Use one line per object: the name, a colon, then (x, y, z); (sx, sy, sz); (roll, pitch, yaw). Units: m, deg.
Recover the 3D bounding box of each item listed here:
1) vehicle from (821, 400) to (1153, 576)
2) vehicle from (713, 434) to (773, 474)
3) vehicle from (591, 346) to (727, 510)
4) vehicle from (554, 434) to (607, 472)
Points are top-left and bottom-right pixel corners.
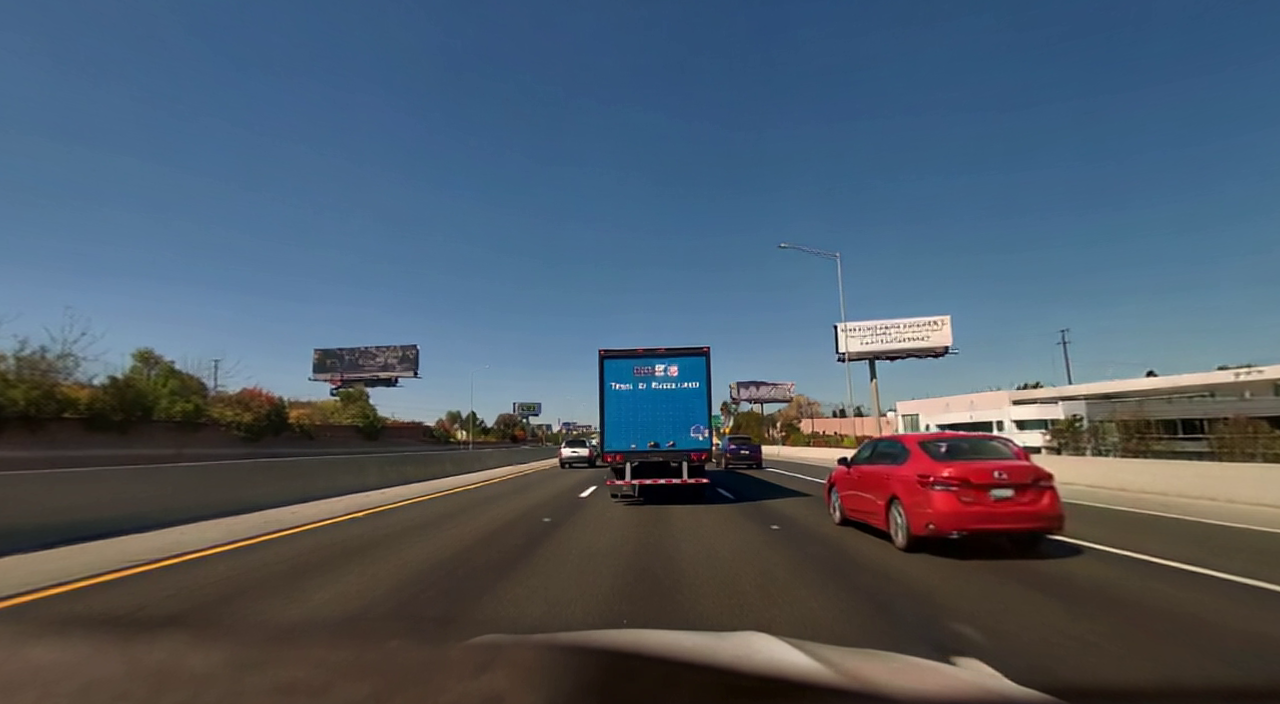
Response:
vehicle: (4.062, 1.649, 8.456); (1.986, 1.718, 4.296); (0, -8, 0)
vehicle: (4.704, 4.717, 29.443); (2.066, 1.692, 4.339); (0, -8, 0)
vehicle: (0.442, 2.124, 17.109); (2.733, 3.296, 8.571); (-1, -8, 1)
vehicle: (-2.892, 5.029, 31.646); (2.030, 1.757, 4.509); (-1, -8, 3)
